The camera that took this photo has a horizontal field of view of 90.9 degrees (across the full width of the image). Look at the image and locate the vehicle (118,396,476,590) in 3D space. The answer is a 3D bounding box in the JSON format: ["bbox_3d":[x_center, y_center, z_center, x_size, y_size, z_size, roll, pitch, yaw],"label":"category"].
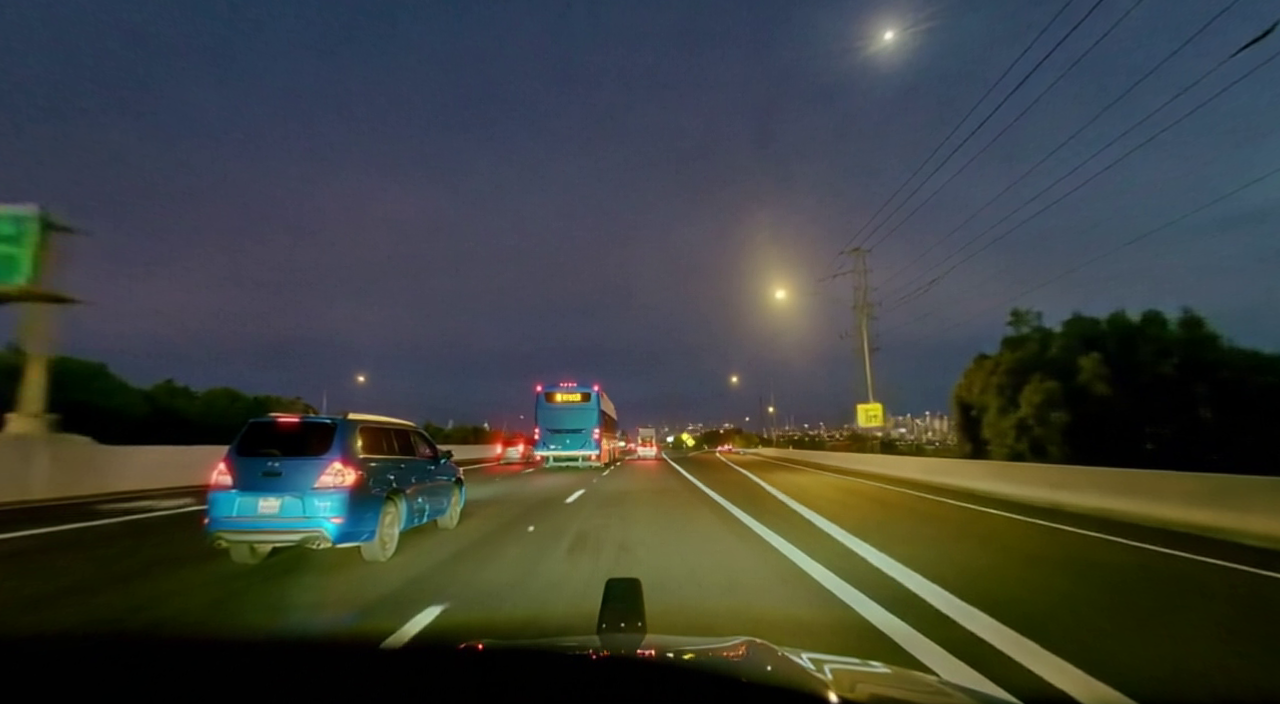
[{"bbox_3d":[-3.661,1.586,7.871,2.021,1.730,4.223,0,-8,1],"label":"vehicle"}]

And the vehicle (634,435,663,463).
[{"bbox_3d":[0.629,7.302,47.683,2.083,2.001,4.782,0,-8,0],"label":"vehicle"}]

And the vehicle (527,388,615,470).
[{"bbox_3d":[-3.423,4.463,34.999,3.382,3.712,11.766,1,-9,1],"label":"vehicle"}]

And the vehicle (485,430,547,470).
[{"bbox_3d":[-6.944,5.585,36.079,2.282,2.116,6.030,0,-8,1],"label":"vehicle"}]
